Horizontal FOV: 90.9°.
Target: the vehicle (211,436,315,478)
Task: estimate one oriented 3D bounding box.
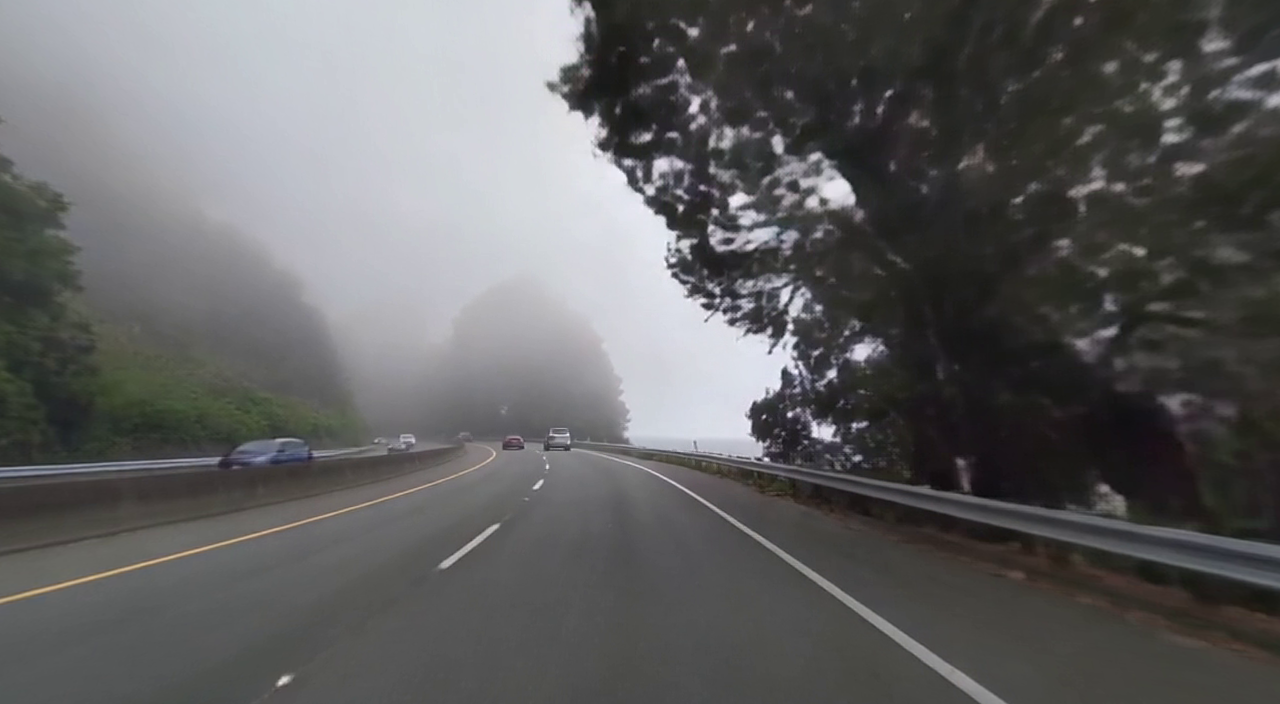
[{"bbox_3d":[-16.657,4.653,28.193,2.331,1.704,4.213,1,-9,-6],"label":"vehicle"}]
